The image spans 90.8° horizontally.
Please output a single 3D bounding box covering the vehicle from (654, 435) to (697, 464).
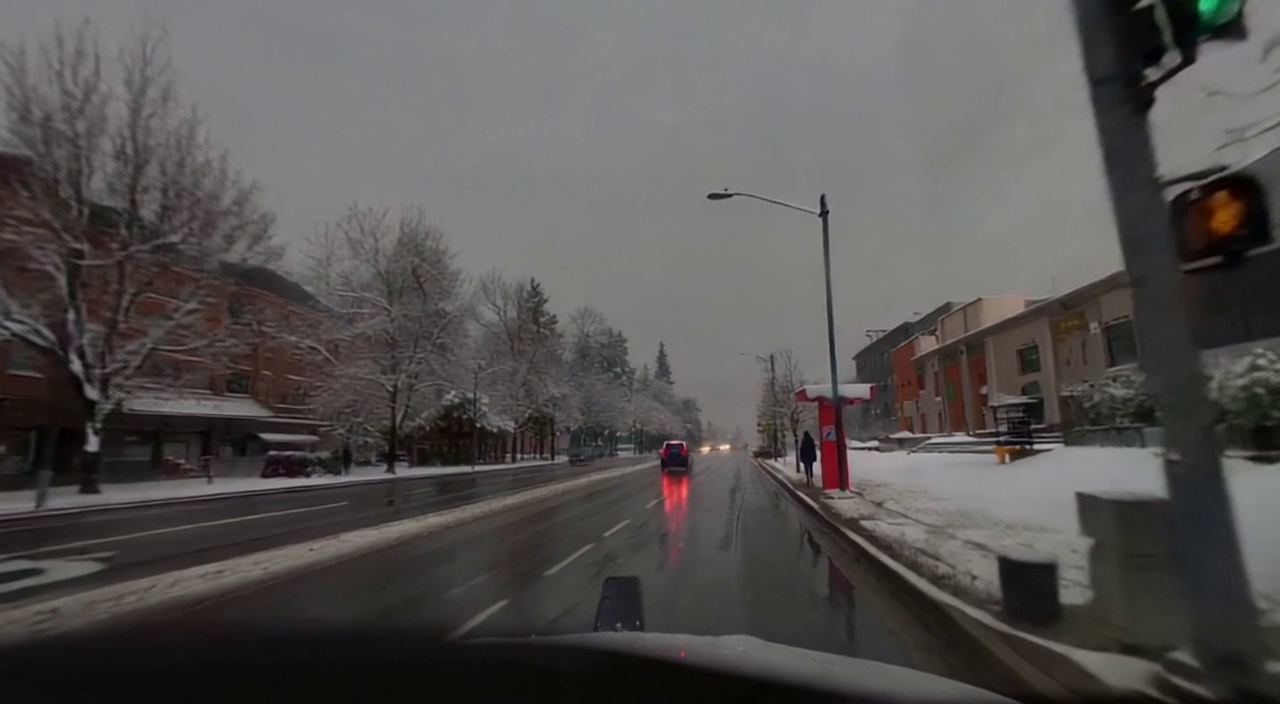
[{"bbox_3d":[2.340,6.229,40.409,2.101,1.721,4.364,-2,-9,11],"label":"vehicle"}]
